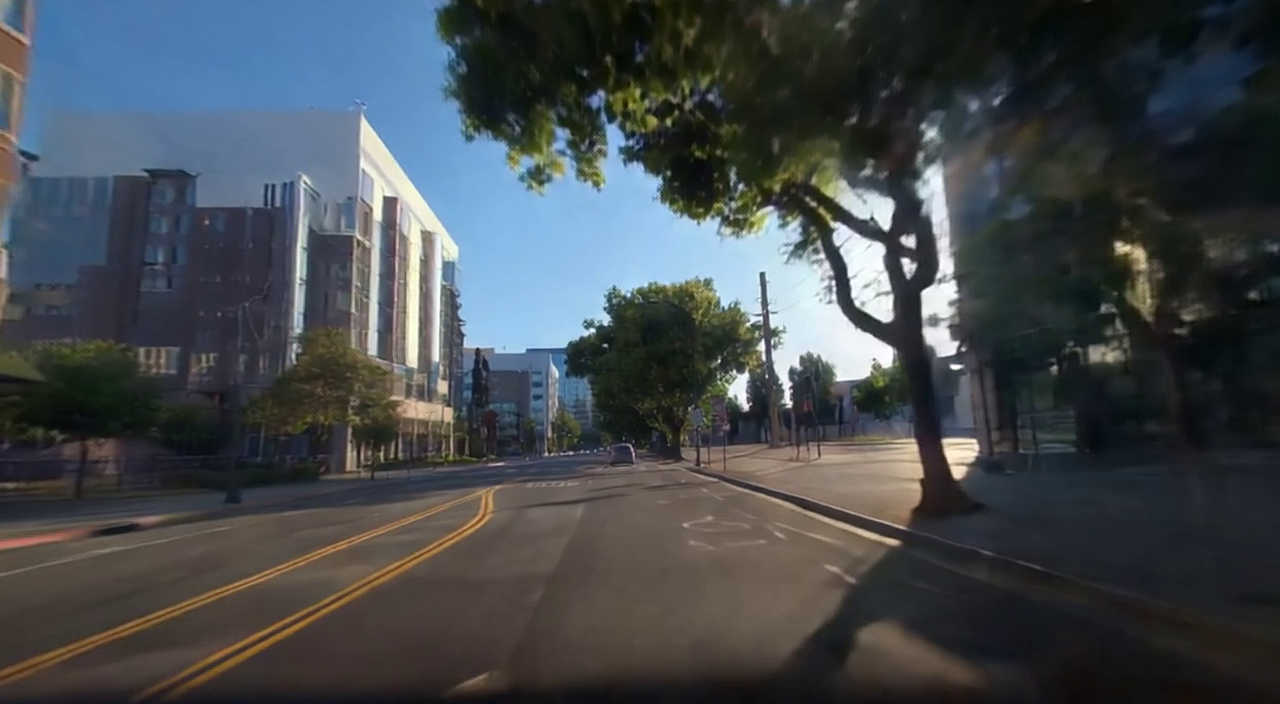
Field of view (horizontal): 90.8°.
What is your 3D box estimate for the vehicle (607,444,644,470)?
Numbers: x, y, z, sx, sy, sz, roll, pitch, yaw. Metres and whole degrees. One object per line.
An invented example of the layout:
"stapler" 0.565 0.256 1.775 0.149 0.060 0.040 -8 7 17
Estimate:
"vehicle" -0.928 6.405 38.671 2.131 1.474 4.146 1 -8 -3
